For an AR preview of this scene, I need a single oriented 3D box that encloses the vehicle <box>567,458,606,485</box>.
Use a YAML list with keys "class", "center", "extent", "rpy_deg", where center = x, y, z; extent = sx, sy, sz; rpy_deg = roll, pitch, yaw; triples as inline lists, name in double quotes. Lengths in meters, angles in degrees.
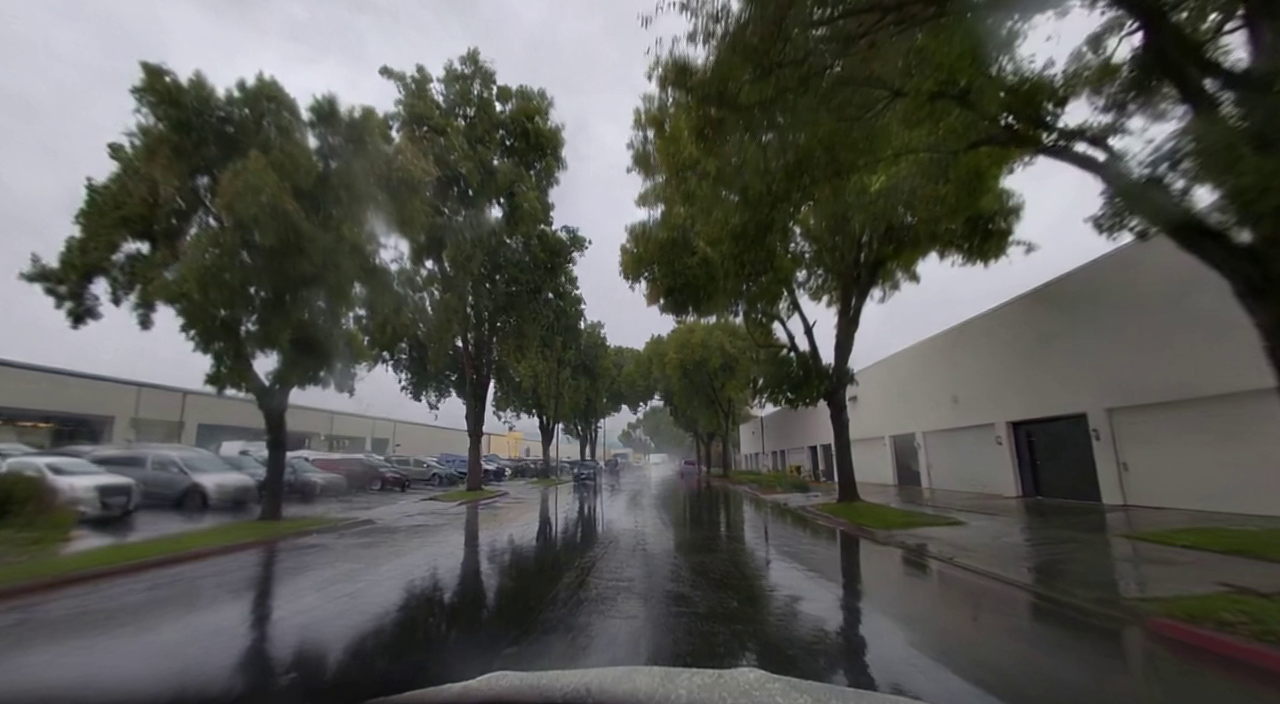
- class: "vehicle"
  center: [-3.429, 7.825, 41.373]
  extent: [1.927, 1.580, 4.556]
  rpy_deg: [-2, -9, 3]
